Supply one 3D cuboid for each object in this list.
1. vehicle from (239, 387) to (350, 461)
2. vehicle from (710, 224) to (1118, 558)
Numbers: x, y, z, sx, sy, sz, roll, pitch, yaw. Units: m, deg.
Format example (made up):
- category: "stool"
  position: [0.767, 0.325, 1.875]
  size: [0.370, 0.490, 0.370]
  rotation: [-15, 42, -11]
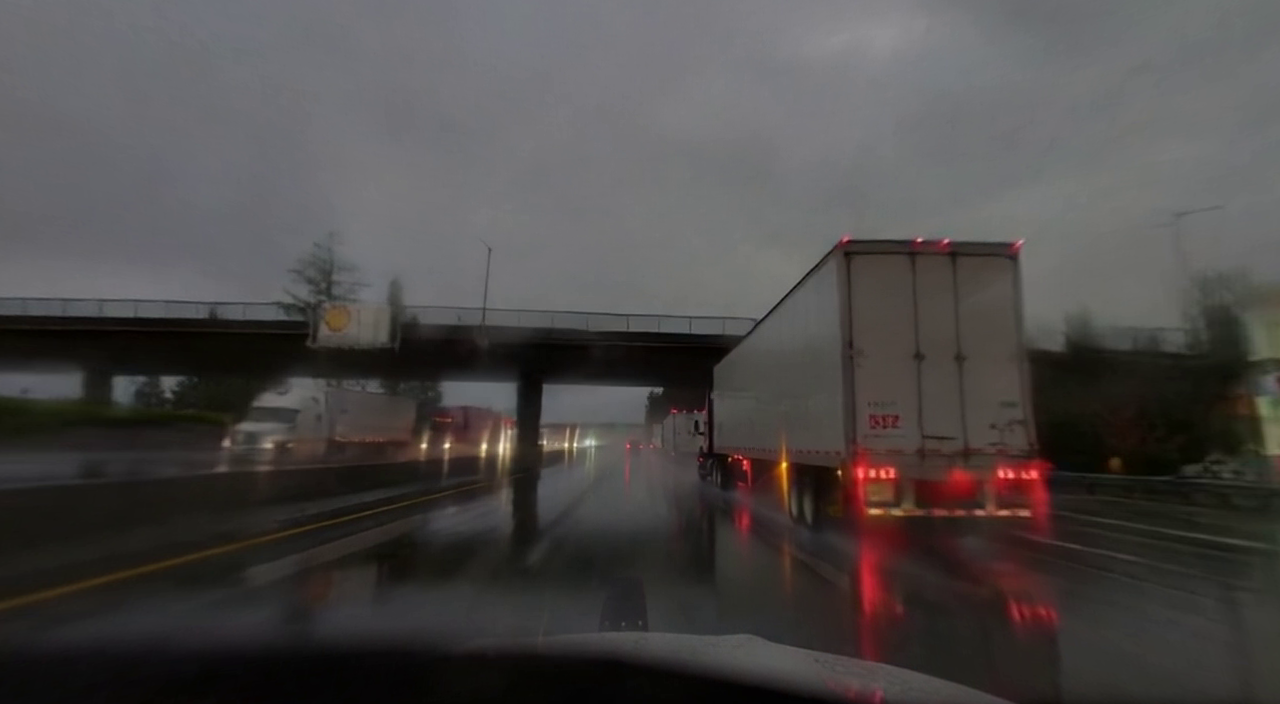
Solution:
- category: "vehicle"
  position: [-19.678, 4.237, 36.400]
  size: [2.953, 3.898, 5.804]
  rotation: [0, -9, 0]
- category: "vehicle"
  position: [3.963, 1.443, 14.481]
  size: [2.922, 3.987, 14.038]
  rotation: [0, -9, -1]
